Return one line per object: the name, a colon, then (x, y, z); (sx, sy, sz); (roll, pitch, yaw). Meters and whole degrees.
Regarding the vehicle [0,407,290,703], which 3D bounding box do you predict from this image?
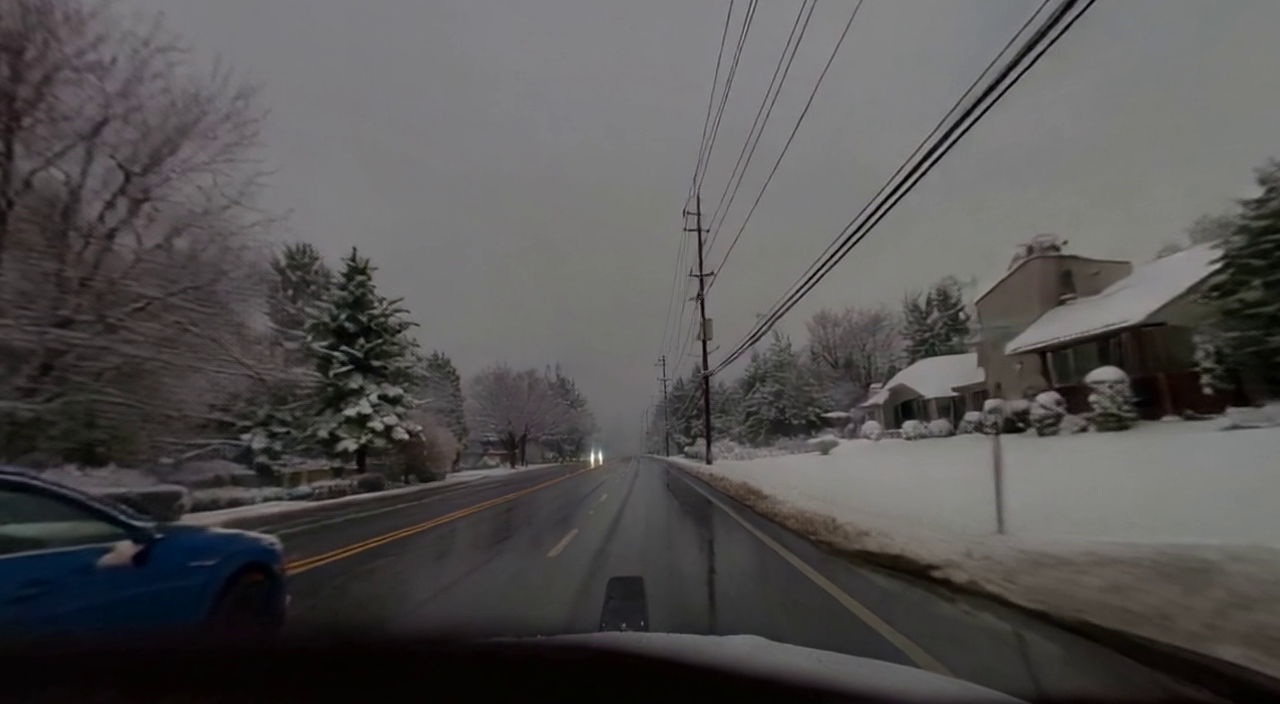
vehicle: (-3.338, 0.825, 1.421); (2.085, 1.512, 5.023); (0, -10, 2)
